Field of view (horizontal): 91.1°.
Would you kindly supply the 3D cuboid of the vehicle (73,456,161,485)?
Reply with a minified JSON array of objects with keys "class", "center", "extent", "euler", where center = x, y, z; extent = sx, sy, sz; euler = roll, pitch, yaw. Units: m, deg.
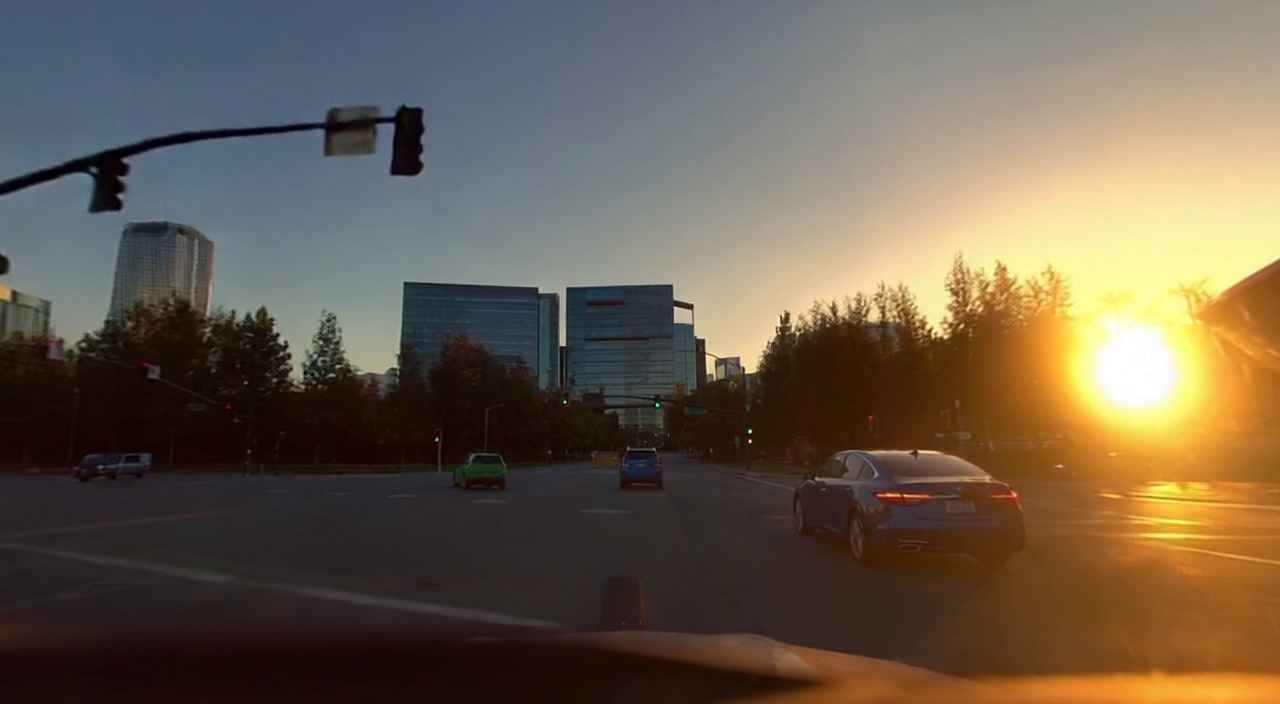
[{"class":"vehicle","center":[-31.487,7.091,37.817],"extent":[4.422,1.605,1.955],"euler":[-3,-9,20]}]

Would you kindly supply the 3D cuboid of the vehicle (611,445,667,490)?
[{"class":"vehicle","center":[-0.044,4.669,25.717],"extent":[2.108,1.654,4.235],"euler":[0,-9,0]}]

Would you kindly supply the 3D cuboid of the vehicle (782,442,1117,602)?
[{"class":"vehicle","center":[3.407,1.931,8.178],"extent":[2.056,1.468,4.520],"euler":[0,-9,0]}]

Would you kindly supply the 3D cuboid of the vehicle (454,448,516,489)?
[{"class":"vehicle","center":[-6.985,5.142,28.068],"extent":[1.987,1.633,4.005],"euler":[4,-9,-23]}]
